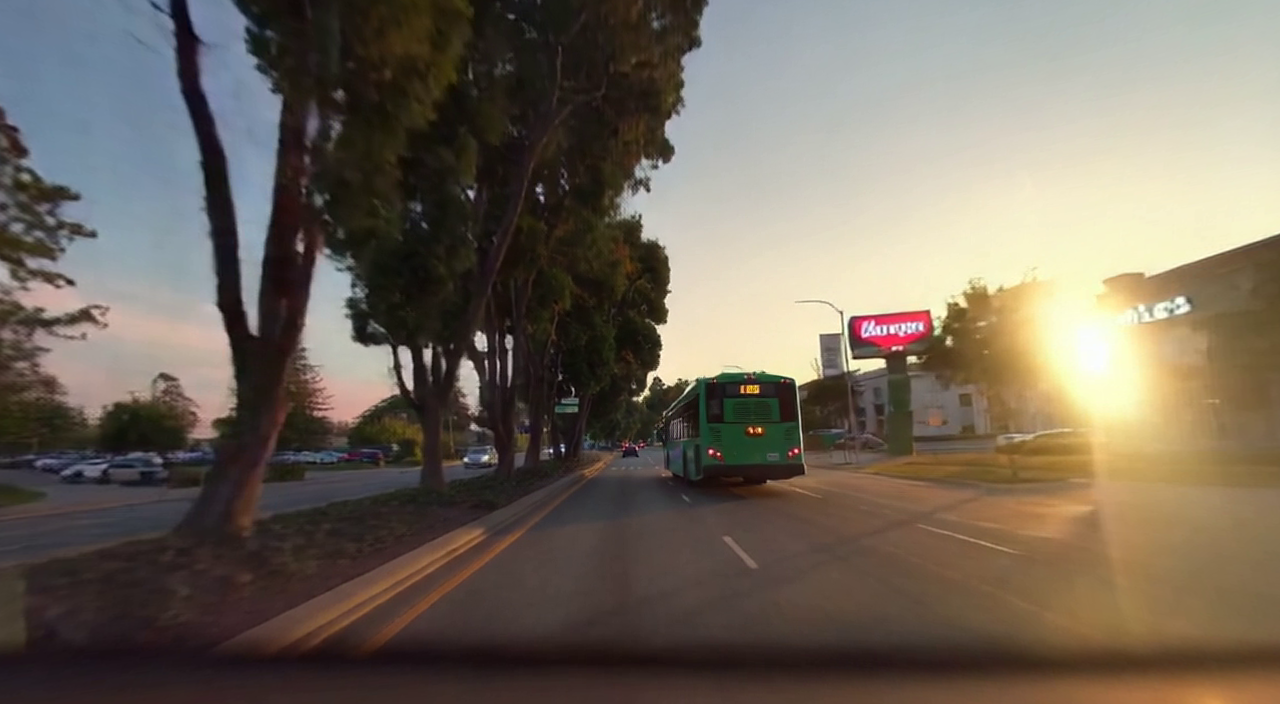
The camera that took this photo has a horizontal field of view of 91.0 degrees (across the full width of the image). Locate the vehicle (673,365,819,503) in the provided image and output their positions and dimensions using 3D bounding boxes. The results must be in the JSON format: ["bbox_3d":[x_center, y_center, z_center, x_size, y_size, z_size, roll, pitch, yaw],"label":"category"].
[{"bbox_3d":[2.789,2.627,19.827,2.766,3.306,9.281,0,-8,-1],"label":"vehicle"}]

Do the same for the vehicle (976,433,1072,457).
[{"bbox_3d":[23.919,5.816,39.310,4.659,1.434,1.900,-1,-8,2],"label":"vehicle"}]

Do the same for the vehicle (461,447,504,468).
[{"bbox_3d":[-12.391,8.318,49.785,2.081,1.492,4.668,0,-8,1],"label":"vehicle"}]

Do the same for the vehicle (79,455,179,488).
[{"bbox_3d":[-31.999,7.473,39.632,2.119,1.714,4.993,-3,-8,0],"label":"vehicle"}]
